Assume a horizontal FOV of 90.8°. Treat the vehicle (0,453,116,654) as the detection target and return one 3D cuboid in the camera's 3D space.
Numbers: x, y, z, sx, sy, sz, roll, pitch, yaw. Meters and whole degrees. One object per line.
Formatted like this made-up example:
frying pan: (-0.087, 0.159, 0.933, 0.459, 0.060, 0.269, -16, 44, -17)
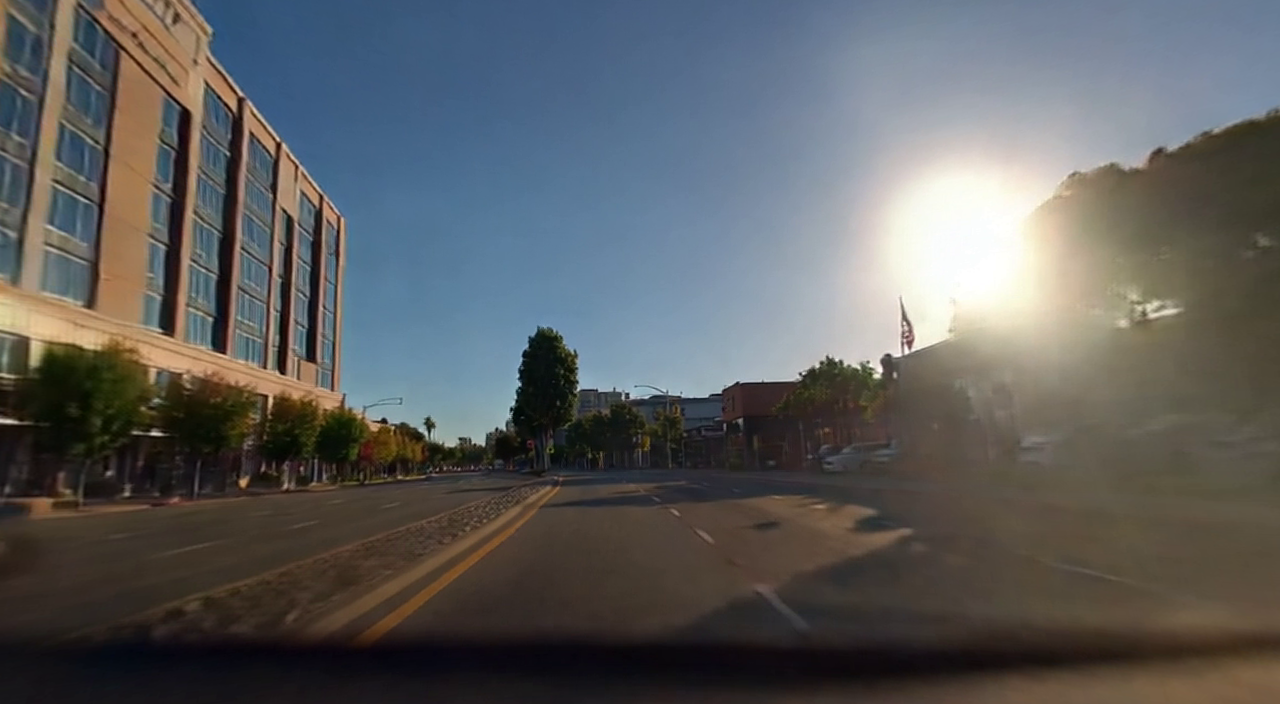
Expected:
vehicle: (-5.633, 1.336, 3.536, 1.894, 1.474, 4.332, 0, -9, -4)
